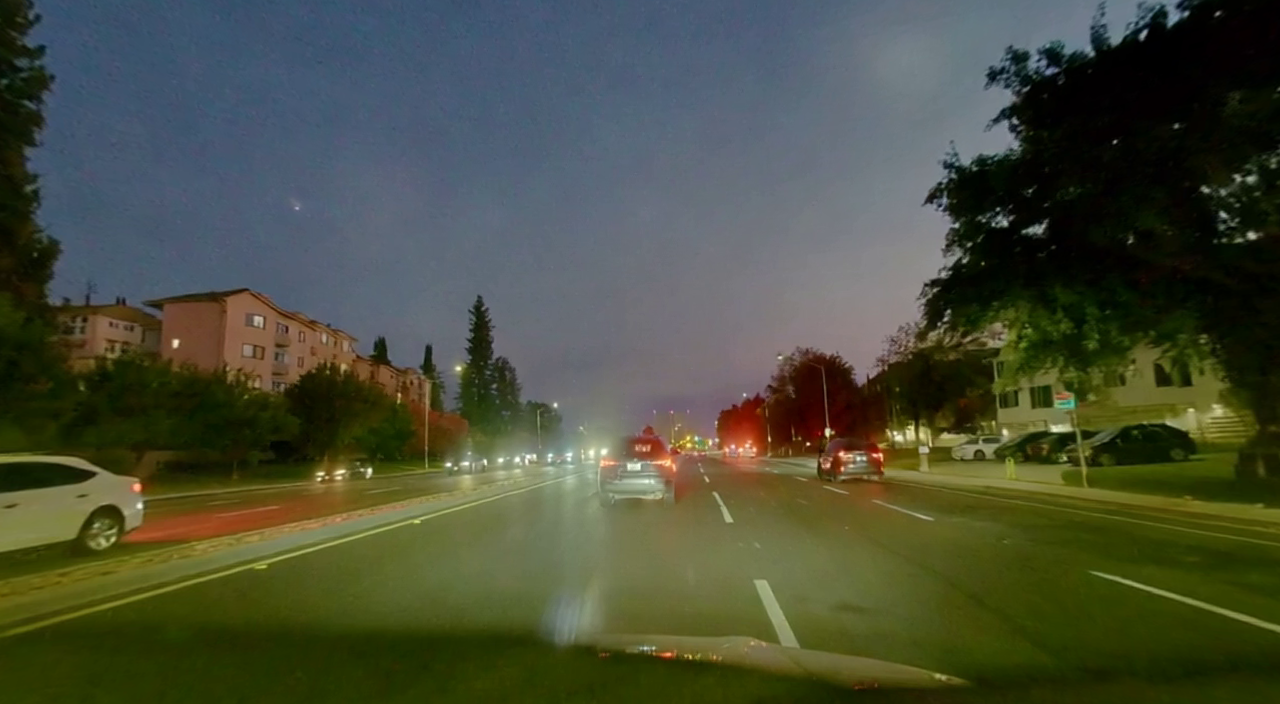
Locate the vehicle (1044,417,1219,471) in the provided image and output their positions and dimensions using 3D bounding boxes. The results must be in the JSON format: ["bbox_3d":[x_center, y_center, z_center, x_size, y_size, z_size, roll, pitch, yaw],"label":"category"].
[{"bbox_3d":[19.051,3.604,24.649,4.783,1.724,2.297,-4,-9,2],"label":"vehicle"}]

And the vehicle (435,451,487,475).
[{"bbox_3d":[-11.605,7.216,41.108,1.806,1.417,4.405,-1,-8,5],"label":"vehicle"}]

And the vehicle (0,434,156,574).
[{"bbox_3d":[-7.859,1.633,6.450,1.854,1.486,4.743,-4,-9,4],"label":"vehicle"}]

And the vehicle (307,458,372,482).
[{"bbox_3d":[-20.709,8.117,43.625,1.824,1.476,4.499,-1,-9,8],"label":"vehicle"}]

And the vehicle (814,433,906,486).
[{"bbox_3d":[7.844,3.859,22.902,1.971,1.722,4.341,-1,-8,3],"label":"vehicle"}]

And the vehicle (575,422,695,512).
[{"bbox_3d":[0.078,2.679,15.127,2.332,1.798,4.546,-1,-8,6],"label":"vehicle"}]
